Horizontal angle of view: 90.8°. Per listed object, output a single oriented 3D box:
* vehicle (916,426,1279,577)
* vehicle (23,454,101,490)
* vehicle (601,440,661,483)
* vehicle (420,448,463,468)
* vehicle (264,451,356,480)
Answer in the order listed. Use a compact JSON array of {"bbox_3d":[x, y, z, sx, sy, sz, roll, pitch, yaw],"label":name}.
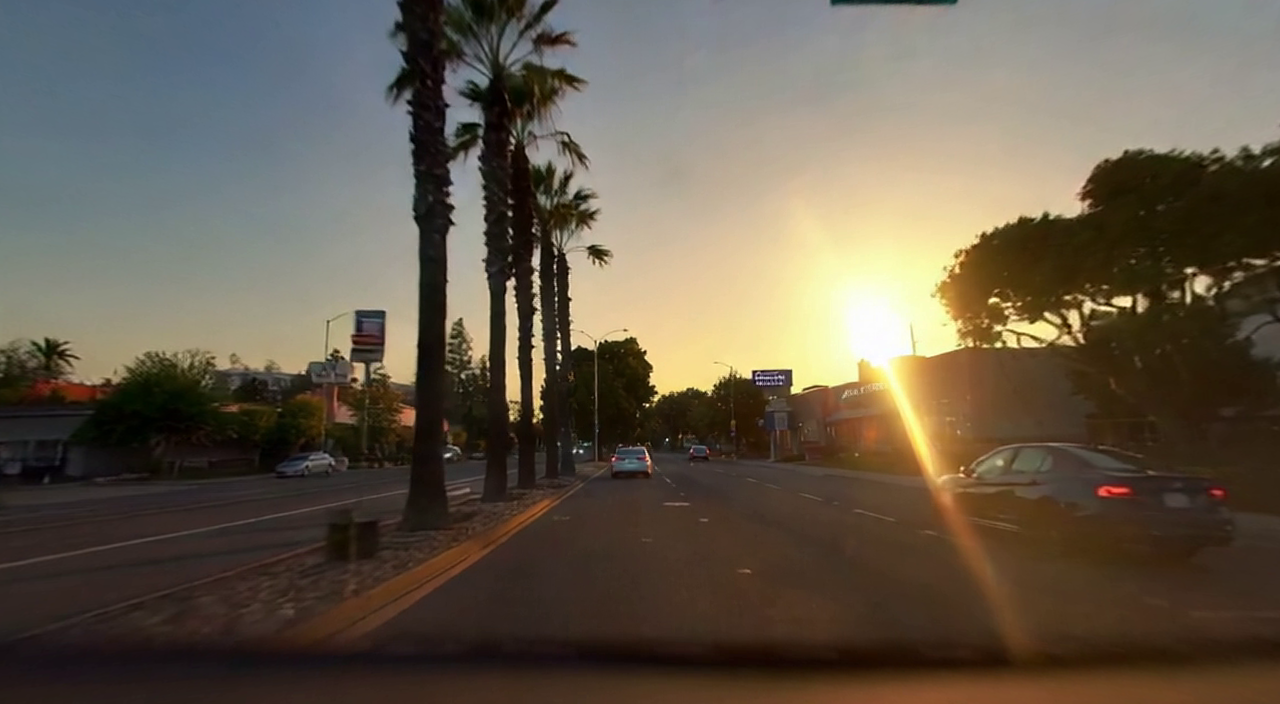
[{"bbox_3d":[6.226,1.986,9.232,2.244,1.618,4.585,0,-9,-1],"label":"vehicle"},{"bbox_3d":[-26.599,5.437,29.018,4.497,1.488,2.033,-8,-12,41],"label":"vehicle"},{"bbox_3d":[-0.328,4.191,24.403,2.106,1.496,3.964,0,-9,-1],"label":"vehicle"},{"bbox_3d":[-15.494,8.258,49.444,2.015,1.509,4.295,0,-9,-1],"label":"vehicle"},{"bbox_3d":[-18.360,6.296,35.354,1.968,1.524,4.390,-2,-9,16],"label":"vehicle"}]
